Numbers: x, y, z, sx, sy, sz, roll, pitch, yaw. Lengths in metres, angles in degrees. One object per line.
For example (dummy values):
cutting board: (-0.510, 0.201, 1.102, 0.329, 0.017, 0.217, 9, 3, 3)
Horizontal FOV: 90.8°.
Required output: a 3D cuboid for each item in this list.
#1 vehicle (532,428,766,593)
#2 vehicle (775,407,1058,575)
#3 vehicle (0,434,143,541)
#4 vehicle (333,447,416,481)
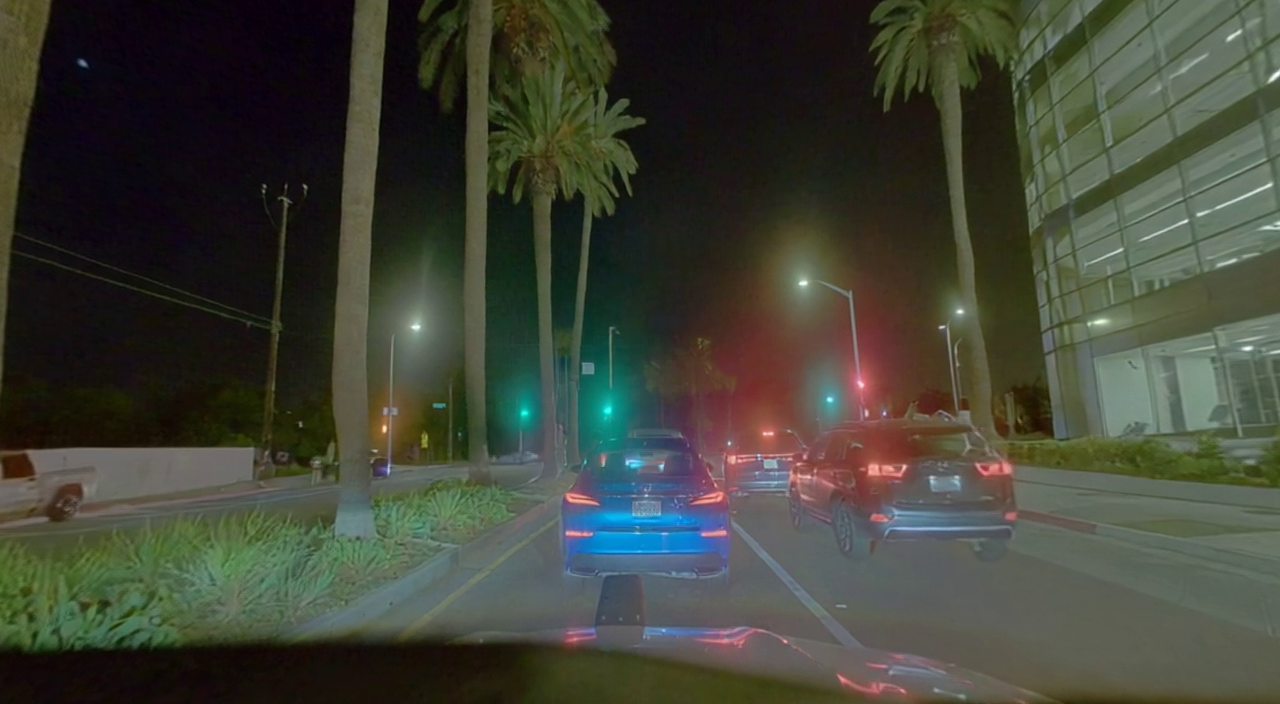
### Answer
vehicle: (0.127, 1.718, 7.713, 2.088, 1.452, 3.993, -1, -8, 2)
vehicle: (3.339, 1.770, 8.802, 2.003, 1.733, 4.319, 0, -8, 1)
vehicle: (-13.055, 2.721, 12.288, 2.240, 1.964, 5.707, -6, -8, 0)
vehicle: (-13.180, 5.573, 31.728, 1.965, 1.507, 4.725, -1, -8, 2)
